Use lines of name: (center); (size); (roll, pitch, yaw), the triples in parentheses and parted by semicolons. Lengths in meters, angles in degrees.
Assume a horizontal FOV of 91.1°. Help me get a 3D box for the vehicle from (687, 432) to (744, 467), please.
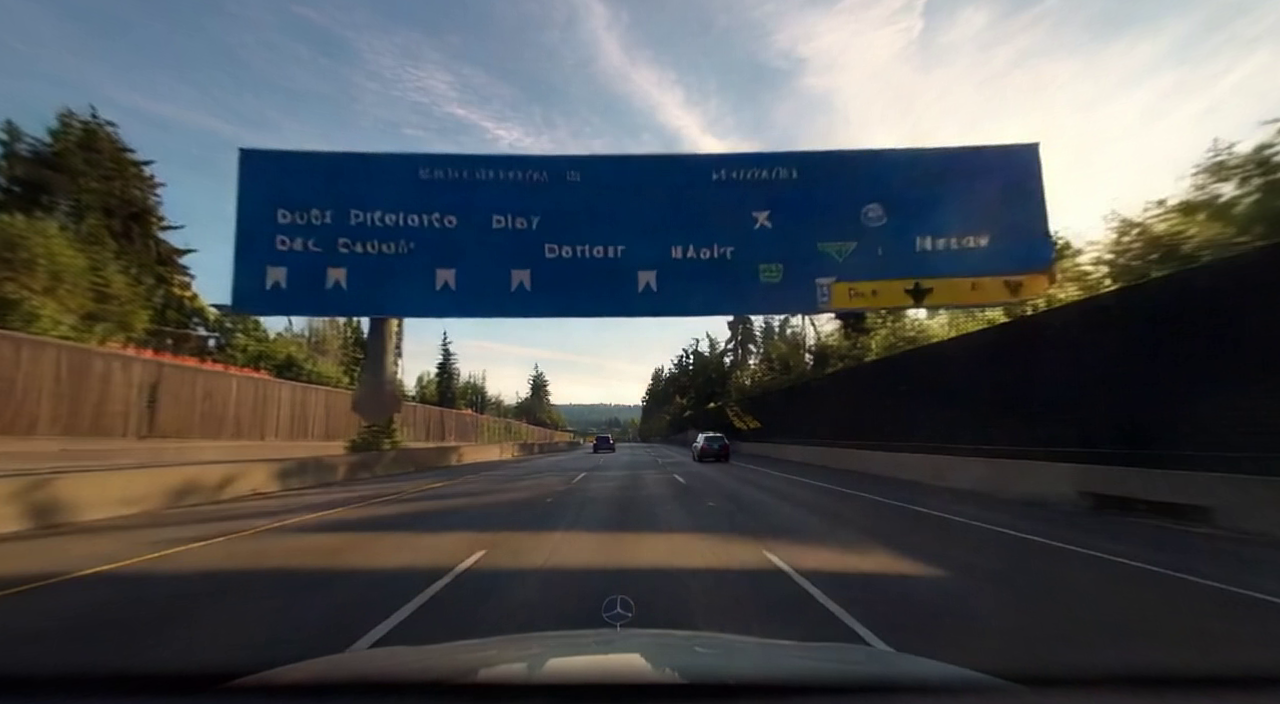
vehicle: (3.510, 4.638, 30.234); (2.077, 1.523, 4.539); (0, -8, -2)

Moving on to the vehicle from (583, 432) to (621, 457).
vehicle: (-2.527, 6.262, 42.739); (2.219, 1.660, 4.153); (0, -8, 1)
